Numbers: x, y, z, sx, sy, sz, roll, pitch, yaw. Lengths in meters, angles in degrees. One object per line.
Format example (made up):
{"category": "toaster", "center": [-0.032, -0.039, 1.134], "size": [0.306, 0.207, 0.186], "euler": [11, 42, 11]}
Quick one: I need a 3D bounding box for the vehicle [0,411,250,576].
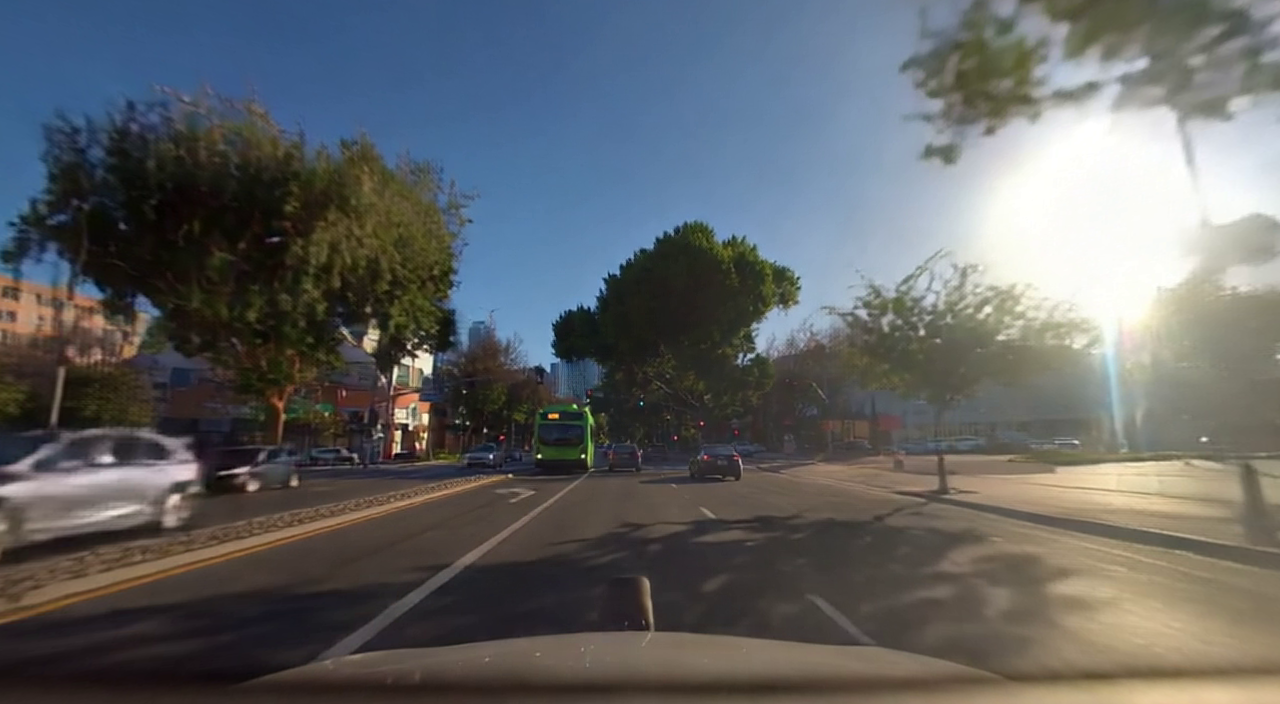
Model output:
{"category": "vehicle", "center": [-8.264, 1.890, 9.149], "size": [2.154, 1.832, 4.820], "euler": [0, -8, -1]}

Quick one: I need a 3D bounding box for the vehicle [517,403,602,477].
{"category": "vehicle", "center": [-3.897, 4.824, 34.354], "size": [3.018, 3.217, 13.998], "euler": [0, -8, -1]}

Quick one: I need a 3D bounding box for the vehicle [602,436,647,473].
{"category": "vehicle", "center": [-0.868, 5.541, 34.362], "size": [2.301, 1.837, 4.411], "euler": [0, -8, -2]}

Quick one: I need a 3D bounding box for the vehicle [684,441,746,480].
{"category": "vehicle", "center": [3.126, 4.608, 27.170], "size": [2.046, 1.540, 3.883], "euler": [0, -8, -2]}

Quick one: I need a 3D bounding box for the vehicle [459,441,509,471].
{"category": "vehicle", "center": [-9.508, 6.371, 38.842], "size": [2.157, 1.731, 4.433], "euler": [0, -8, -3]}

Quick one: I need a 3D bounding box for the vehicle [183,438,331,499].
{"category": "vehicle", "center": [-12.292, 3.735, 20.698], "size": [1.967, 1.727, 4.608], "euler": [0, -8, -1]}
